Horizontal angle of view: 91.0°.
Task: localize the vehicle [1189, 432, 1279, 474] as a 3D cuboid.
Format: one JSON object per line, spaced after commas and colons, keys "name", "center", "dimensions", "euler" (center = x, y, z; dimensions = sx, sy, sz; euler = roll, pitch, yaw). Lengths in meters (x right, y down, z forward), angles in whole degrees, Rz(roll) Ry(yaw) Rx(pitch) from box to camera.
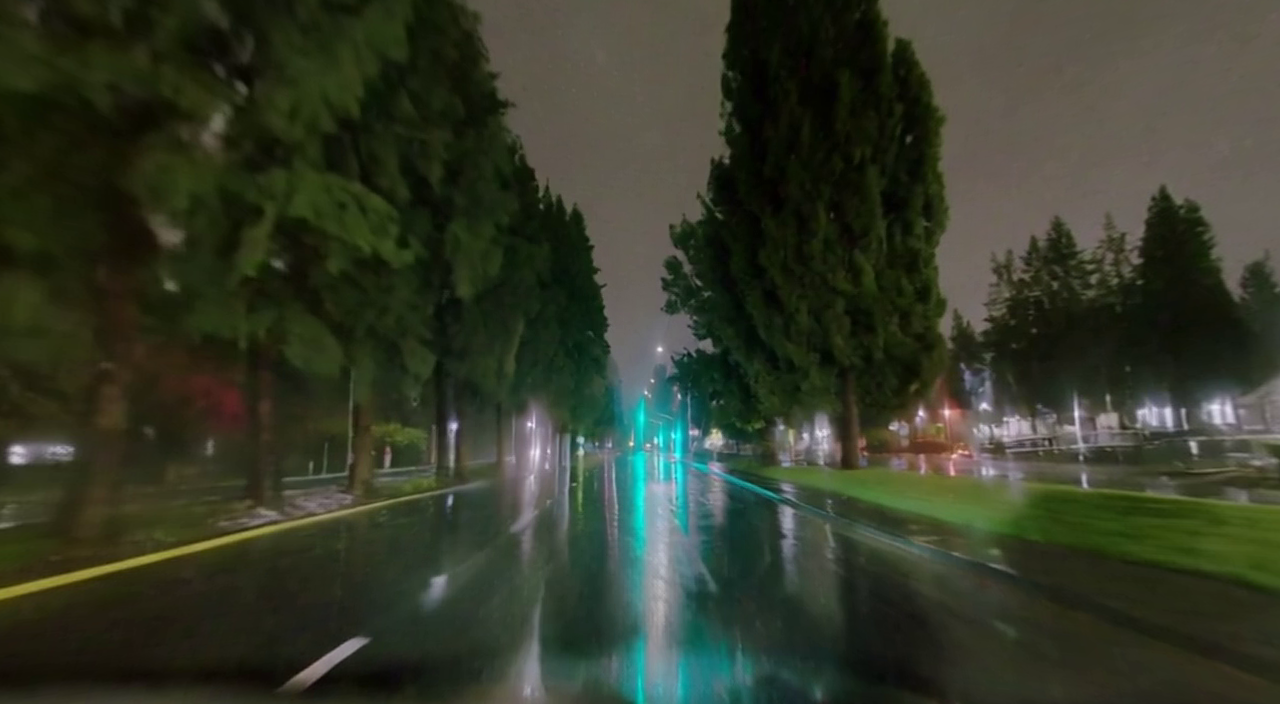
{"name": "vehicle", "center": [23.292, 3.778, 23.797], "dimensions": [1.732, 1.447, 3.563], "euler": [1, -8, -1]}
